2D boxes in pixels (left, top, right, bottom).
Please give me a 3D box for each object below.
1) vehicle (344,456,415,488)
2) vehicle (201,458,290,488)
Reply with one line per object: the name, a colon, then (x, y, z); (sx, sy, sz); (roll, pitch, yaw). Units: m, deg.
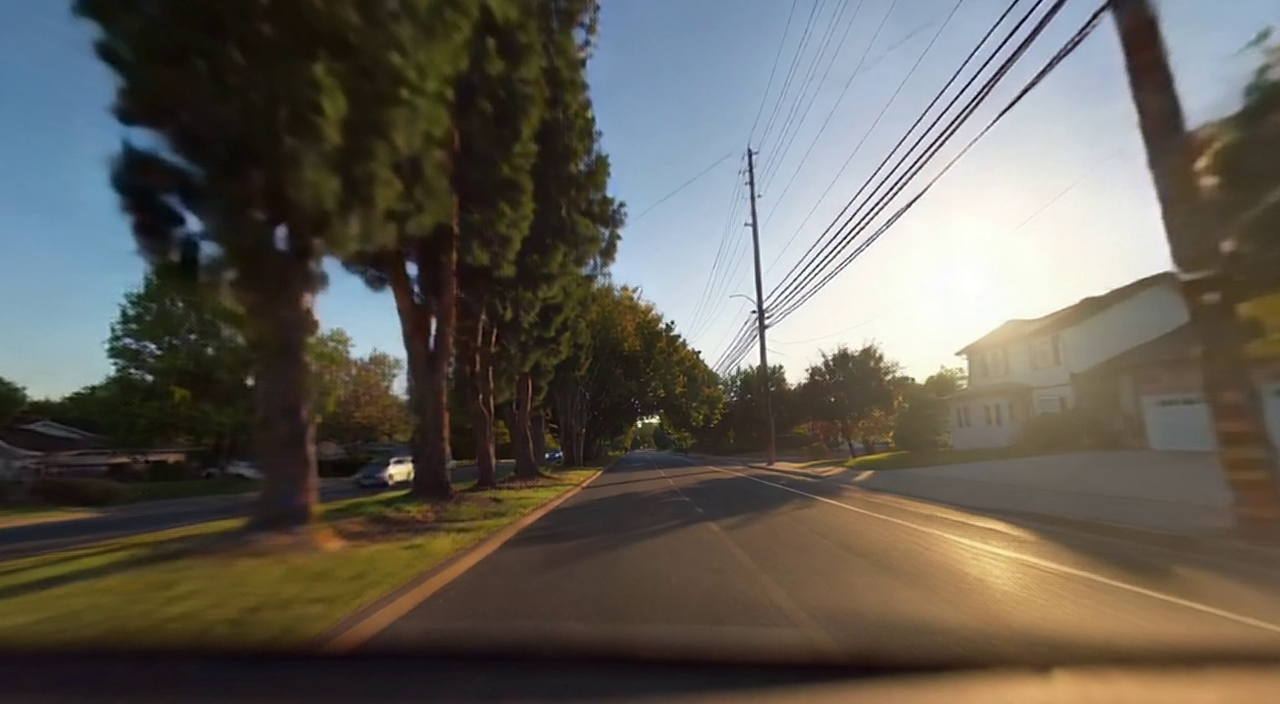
vehicle: (-13.489, 6.215, 33.030); (1.897, 1.451, 4.298); (-2, -9, 0)
vehicle: (-27.656, 8.472, 44.403); (4.922, 1.669, 2.034); (-4, -9, -4)
